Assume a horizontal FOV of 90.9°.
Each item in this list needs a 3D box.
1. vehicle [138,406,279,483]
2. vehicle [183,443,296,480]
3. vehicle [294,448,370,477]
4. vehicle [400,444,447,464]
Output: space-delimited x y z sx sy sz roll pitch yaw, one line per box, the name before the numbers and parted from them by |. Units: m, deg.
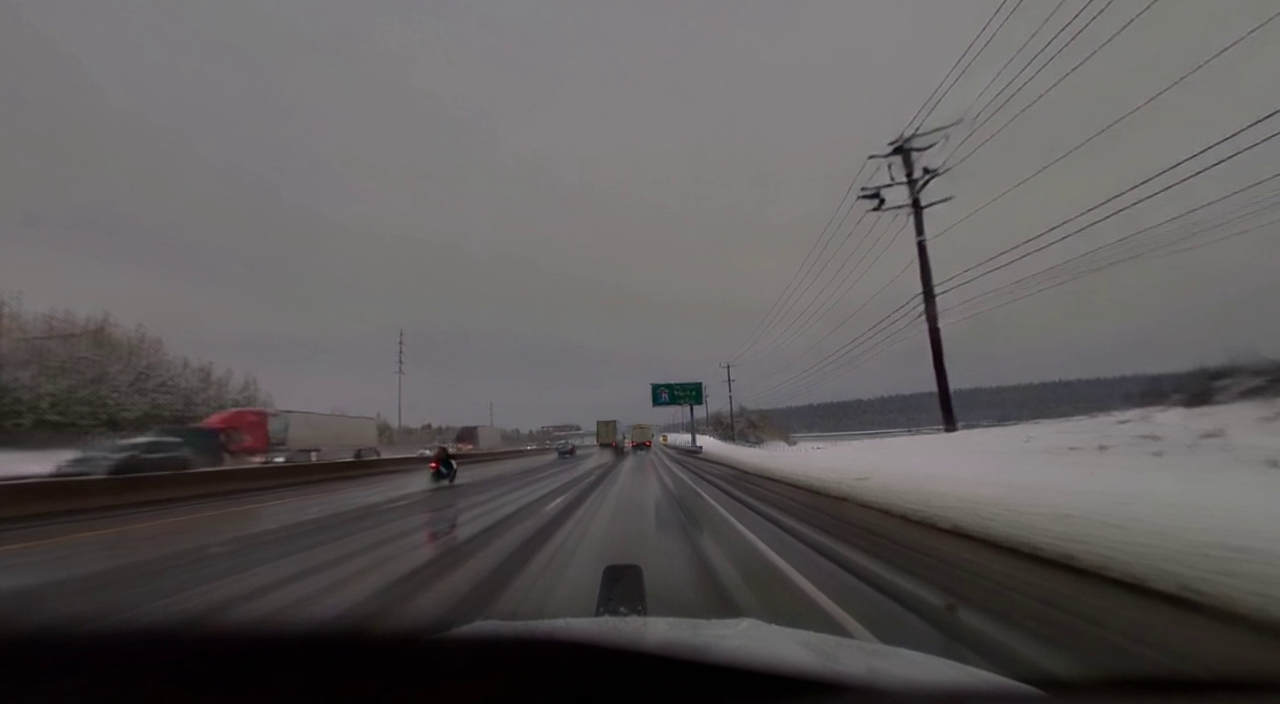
vehicle | -24.713 5.377 36.705 3.028 4.023 7.008 0 -8 1
vehicle | -20.835 5.697 33.191 2.160 1.758 5.659 0 -8 1
vehicle | -17.073 6.114 35.225 1.913 1.453 4.489 0 -8 1
vehicle | -16.818 7.934 49.275 1.936 1.528 4.637 0 -8 1
